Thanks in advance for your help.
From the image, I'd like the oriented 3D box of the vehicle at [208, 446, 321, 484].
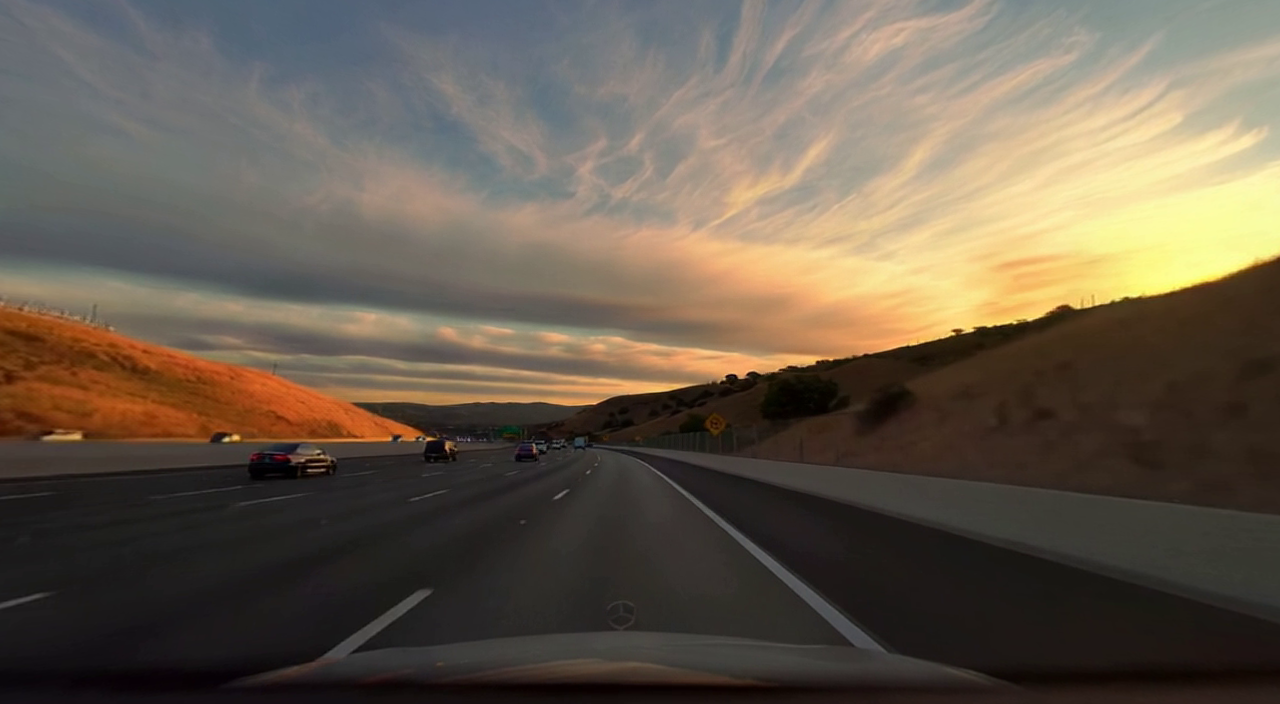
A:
[{"bbox_3d":[-15.573,4.690,26.540,1.955,1.429,4.575,0,-9,-1],"label":"vehicle"}]
